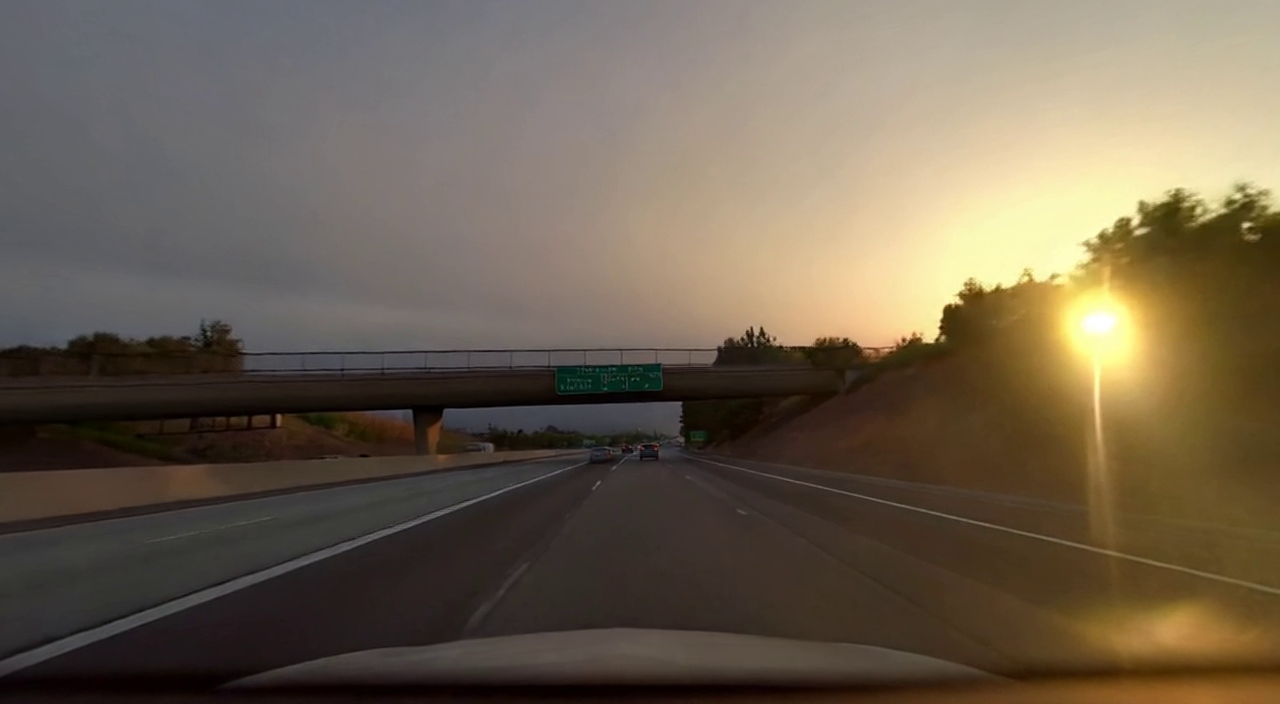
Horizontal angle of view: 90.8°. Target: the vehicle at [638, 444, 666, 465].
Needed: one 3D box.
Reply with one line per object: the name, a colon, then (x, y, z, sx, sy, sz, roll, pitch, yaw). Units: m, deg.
vehicle: (0.872, 7.578, 46.941, 1.970, 1.477, 4.158, 0, -9, 0)
